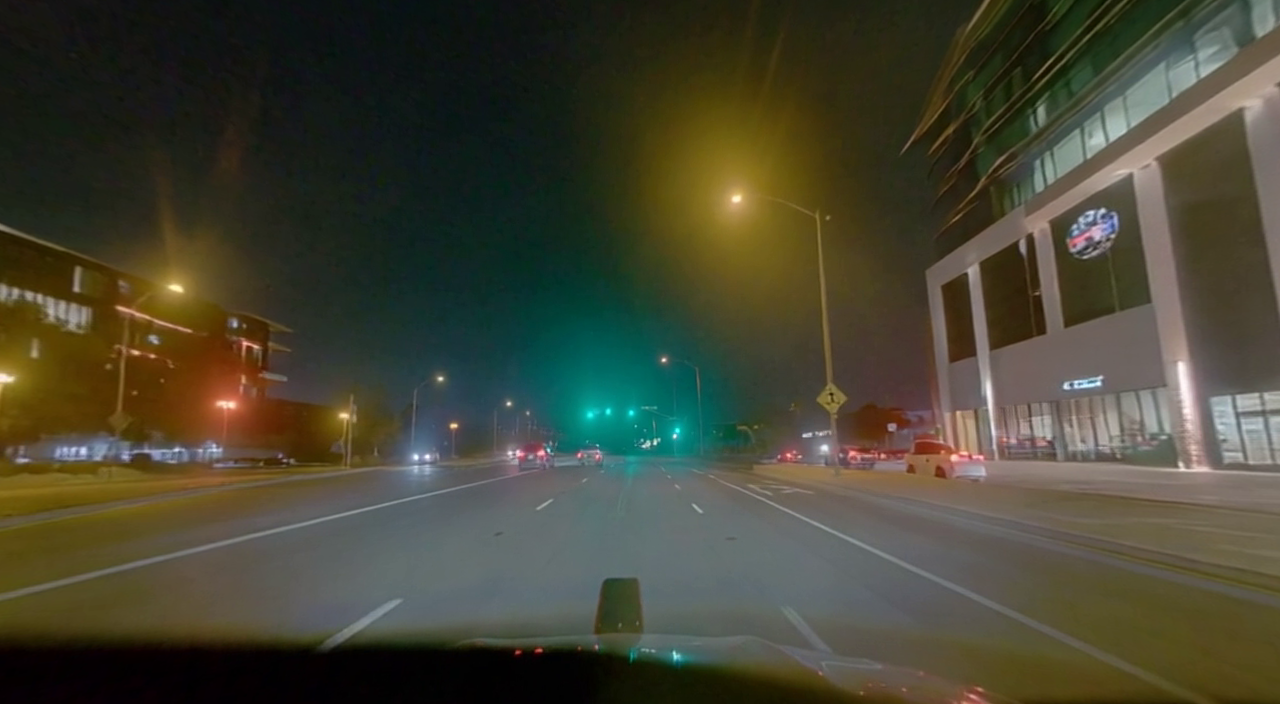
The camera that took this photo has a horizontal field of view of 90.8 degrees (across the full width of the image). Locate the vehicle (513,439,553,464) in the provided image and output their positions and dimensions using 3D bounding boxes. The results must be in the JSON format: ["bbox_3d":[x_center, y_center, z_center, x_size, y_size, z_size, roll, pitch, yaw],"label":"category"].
[{"bbox_3d":[-7.202,6.778,43.066,1.909,1.605,4.561,0,-9,0],"label":"vehicle"}]
